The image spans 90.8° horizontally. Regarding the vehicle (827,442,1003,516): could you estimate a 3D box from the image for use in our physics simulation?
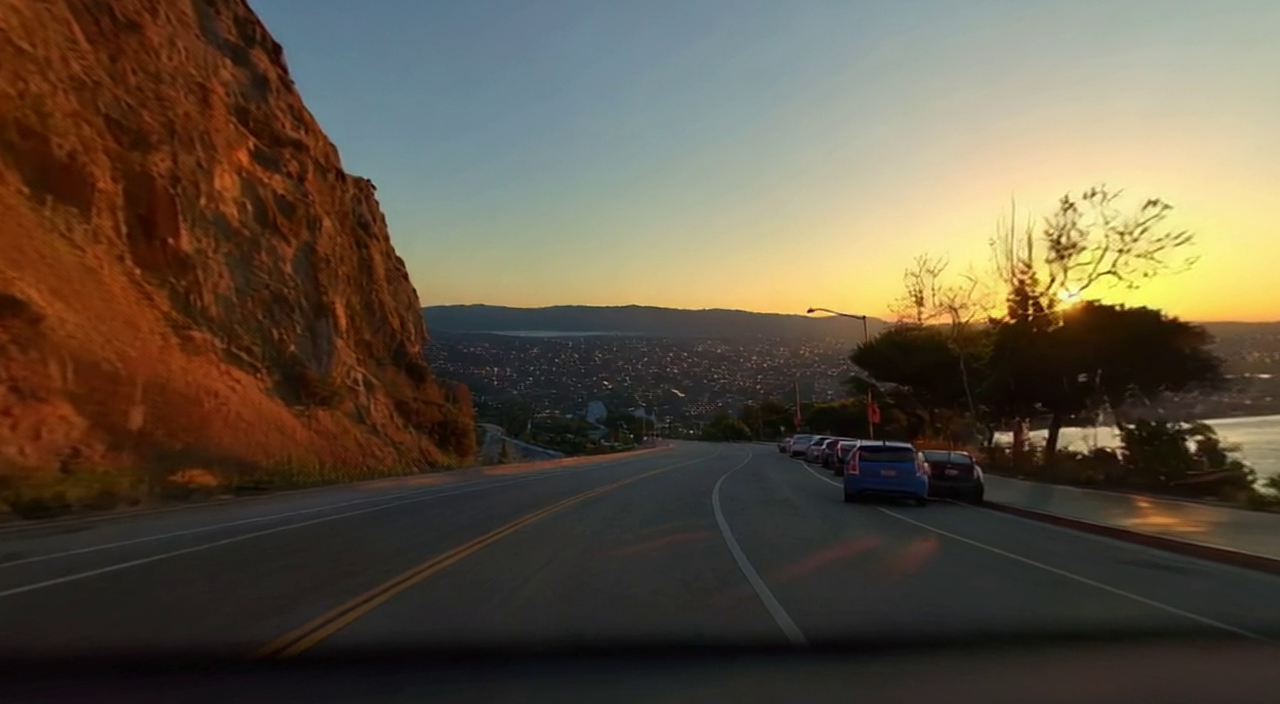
[{"bbox_3d":[7.332,3.238,16.640,4.963,1.585,2.155,7,-10,-38],"label":"vehicle"}]

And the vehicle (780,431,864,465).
[{"bbox_3d":[11.229,5.884,38.803,5.214,1.905,2.077,5,-10,-34],"label":"vehicle"}]
